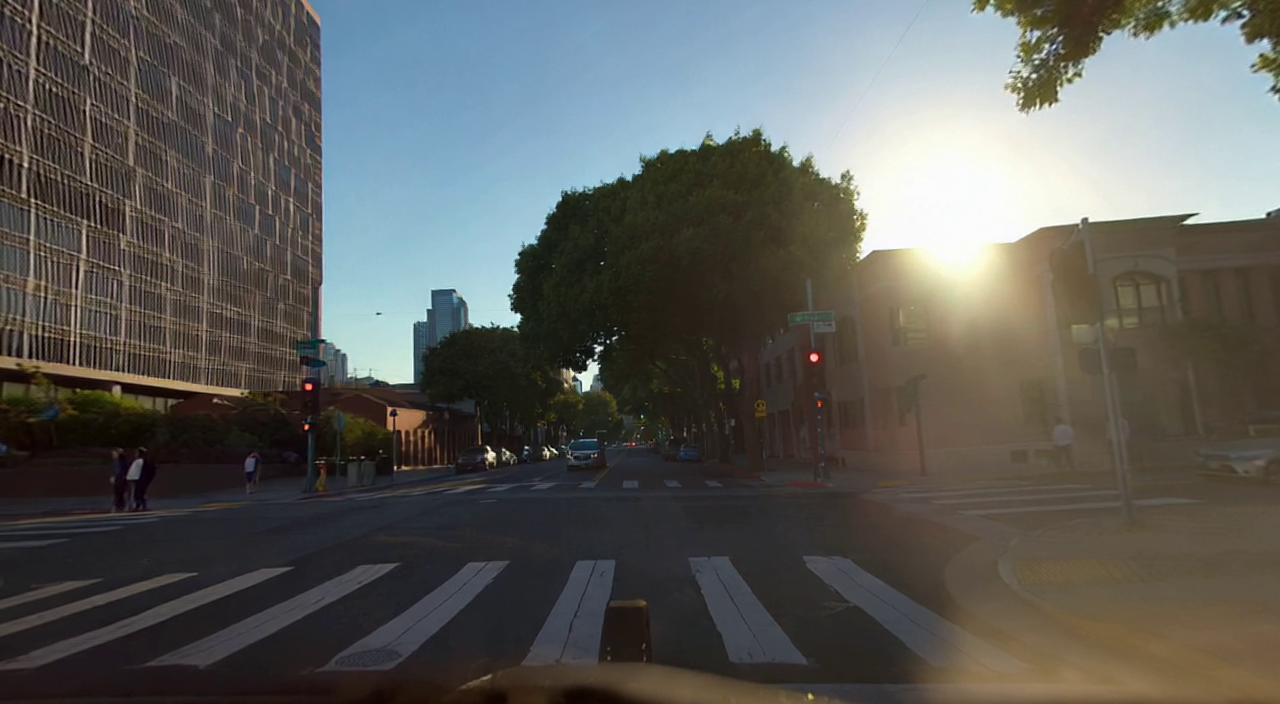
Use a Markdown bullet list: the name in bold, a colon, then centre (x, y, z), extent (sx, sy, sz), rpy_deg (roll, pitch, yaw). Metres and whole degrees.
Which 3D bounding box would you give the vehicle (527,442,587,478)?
- **vehicle**: centre (-3.658, 4.836, 28.604), extent (1.989, 1.481, 4.500), rpy_deg (0, -8, 1)

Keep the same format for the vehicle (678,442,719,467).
- **vehicle**: centre (3.549, 6.280, 38.871), extent (1.853, 1.426, 4.160), rpy_deg (1, -8, -3)

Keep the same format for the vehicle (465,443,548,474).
- **vehicle**: centre (-8.011, 6.363, 38.025), extent (4.526, 1.726, 1.963), rpy_deg (8, -12, -44)
